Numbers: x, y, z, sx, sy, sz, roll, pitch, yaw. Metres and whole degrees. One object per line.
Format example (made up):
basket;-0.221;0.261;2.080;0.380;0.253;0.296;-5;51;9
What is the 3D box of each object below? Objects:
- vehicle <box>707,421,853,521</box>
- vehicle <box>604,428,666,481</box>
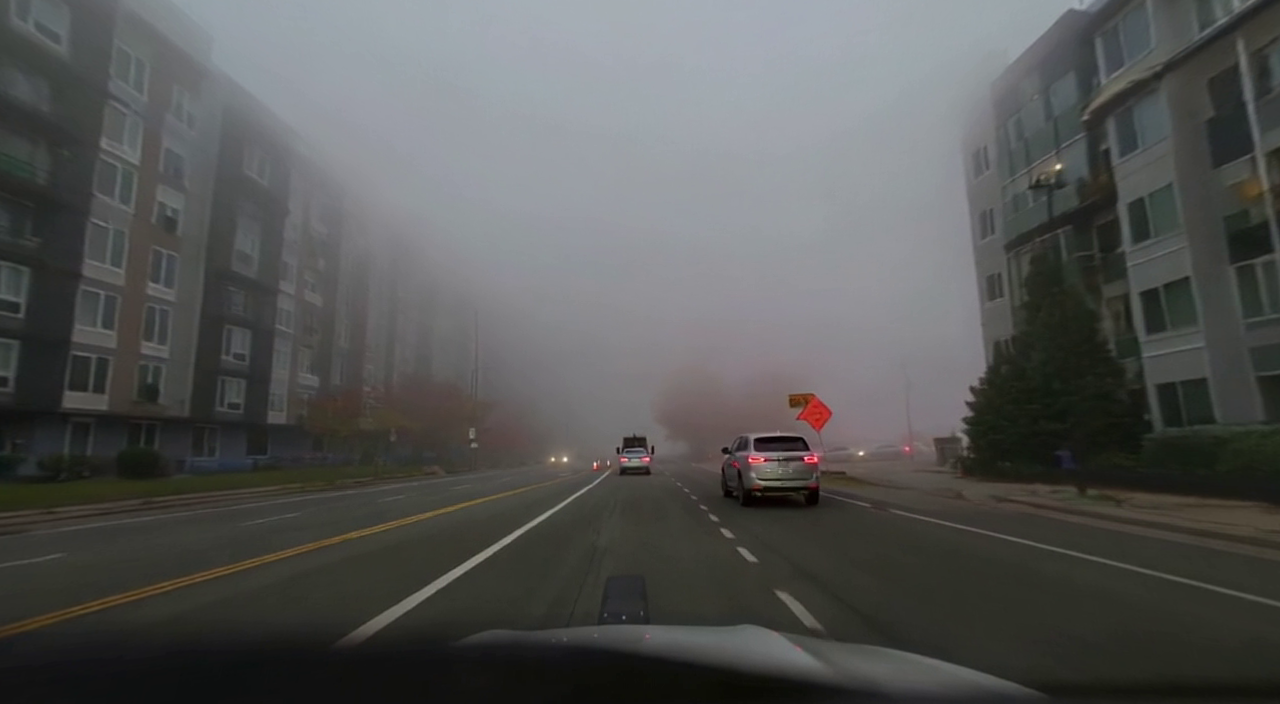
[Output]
vehicle;2.883;2.623;14.453;2.120;1.828;5.531;0;-9;0
vehicle;-0.208;5.037;31.098;2.762;2.309;6.723;0;-9;0
